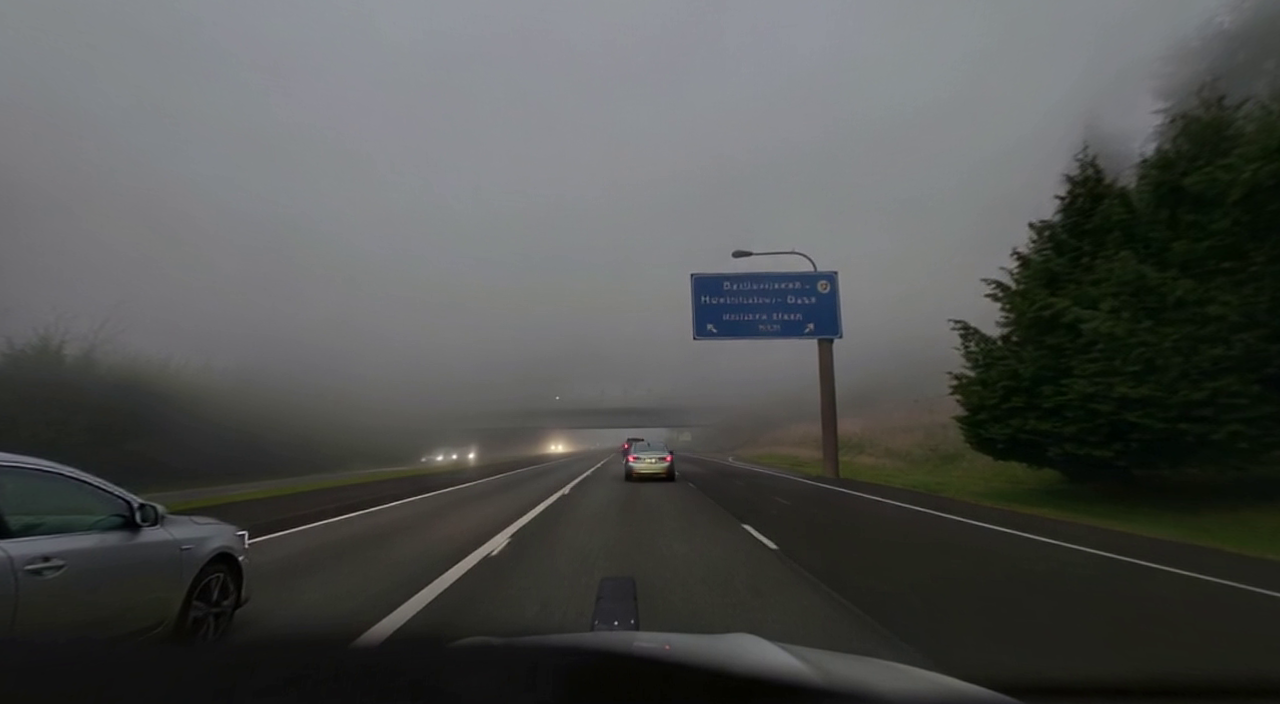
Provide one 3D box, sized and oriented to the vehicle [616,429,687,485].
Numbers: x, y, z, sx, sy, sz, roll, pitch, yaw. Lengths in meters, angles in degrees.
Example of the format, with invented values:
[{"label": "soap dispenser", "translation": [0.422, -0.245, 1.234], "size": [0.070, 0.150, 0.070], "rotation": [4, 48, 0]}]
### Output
[{"label": "vehicle", "translation": [0.272, 3.434, 20.842], "size": [2.092, 1.636, 4.024], "rotation": [0, -8, -2]}]
